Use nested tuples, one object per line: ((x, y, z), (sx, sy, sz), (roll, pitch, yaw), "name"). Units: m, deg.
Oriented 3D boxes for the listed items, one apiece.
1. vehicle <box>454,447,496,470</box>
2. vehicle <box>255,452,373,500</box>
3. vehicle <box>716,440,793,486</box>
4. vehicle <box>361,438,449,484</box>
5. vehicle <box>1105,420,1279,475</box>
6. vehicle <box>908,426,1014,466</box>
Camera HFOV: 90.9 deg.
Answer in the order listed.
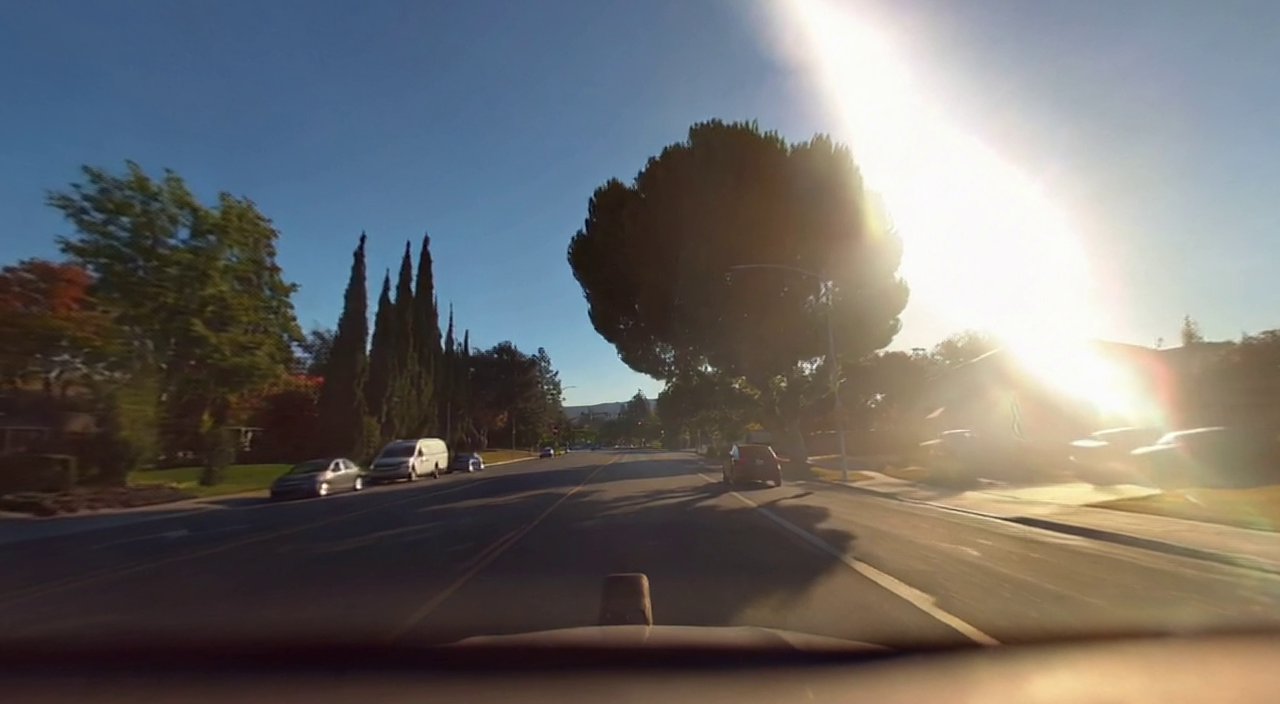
((-11.502, 7.423, 44.147), (1.911, 1.524, 4.256), (0, -8, -1), "vehicle")
((-11.262, 4.282, 22.159), (1.829, 1.441, 4.355), (0, -8, -1), "vehicle")
((4.060, 4.018, 23.184), (1.956, 1.492, 4.425), (0, -8, -1), "vehicle")
((-11.397, 5.305, 31.113), (2.180, 1.953, 5.787), (-2, -8, 0), "vehicle")
((16.941, 2.875, 19.055), (4.065, 1.557, 2.107), (0, -8, 0), "vehicle")
((14.907, 4.406, 29.656), (2.129, 1.699, 4.906), (0, -8, -3), "vehicle")
